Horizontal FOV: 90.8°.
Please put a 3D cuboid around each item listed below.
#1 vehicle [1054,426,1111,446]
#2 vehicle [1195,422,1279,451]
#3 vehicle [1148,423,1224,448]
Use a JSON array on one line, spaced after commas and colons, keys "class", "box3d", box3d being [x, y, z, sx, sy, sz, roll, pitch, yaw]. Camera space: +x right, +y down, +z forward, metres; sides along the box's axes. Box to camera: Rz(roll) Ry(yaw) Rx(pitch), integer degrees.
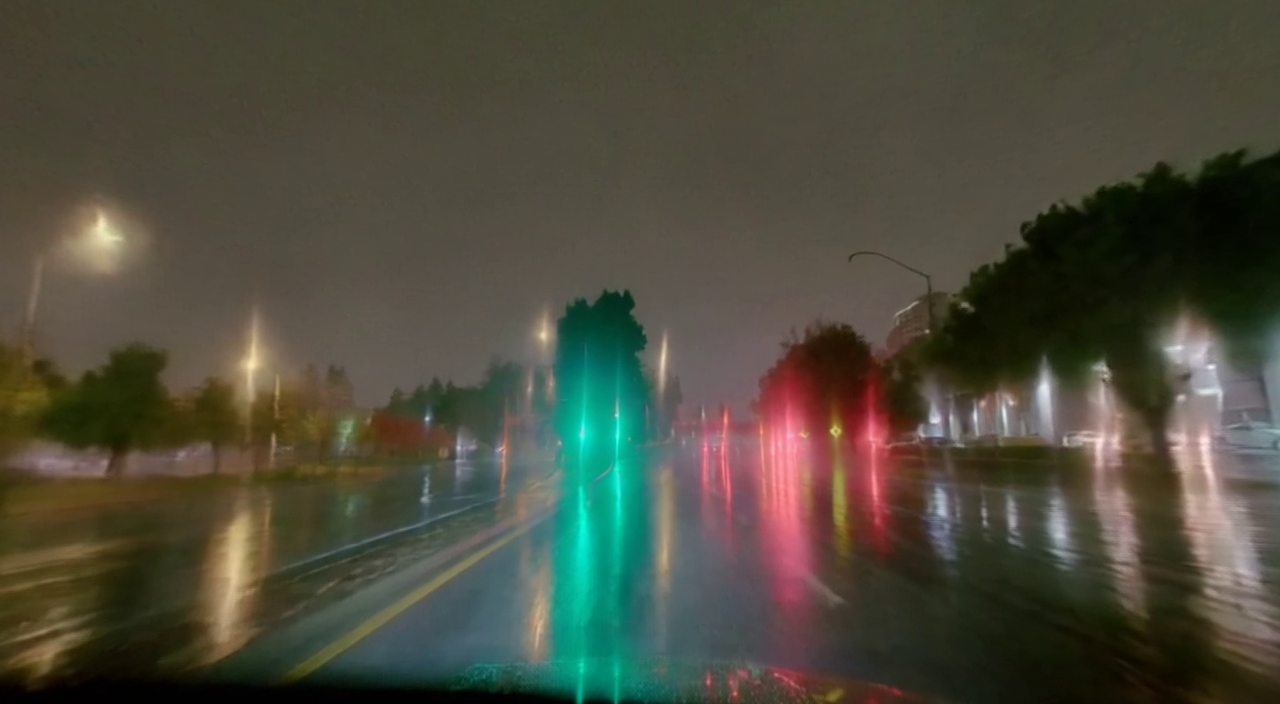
[{"class": "vehicle", "box3d": [33.141, 6.305, 47.291, 3.328, 1.385, 1.570, 1, -9, -14]}, {"class": "vehicle", "box3d": [35.161, 4.971, 36.959, 3.934, 1.500, 1.956, 0, -9, -13]}, {"class": "vehicle", "box3d": [33.871, 5.203, 39.224, 3.693, 1.473, 1.643, 2, -8, -14]}]
